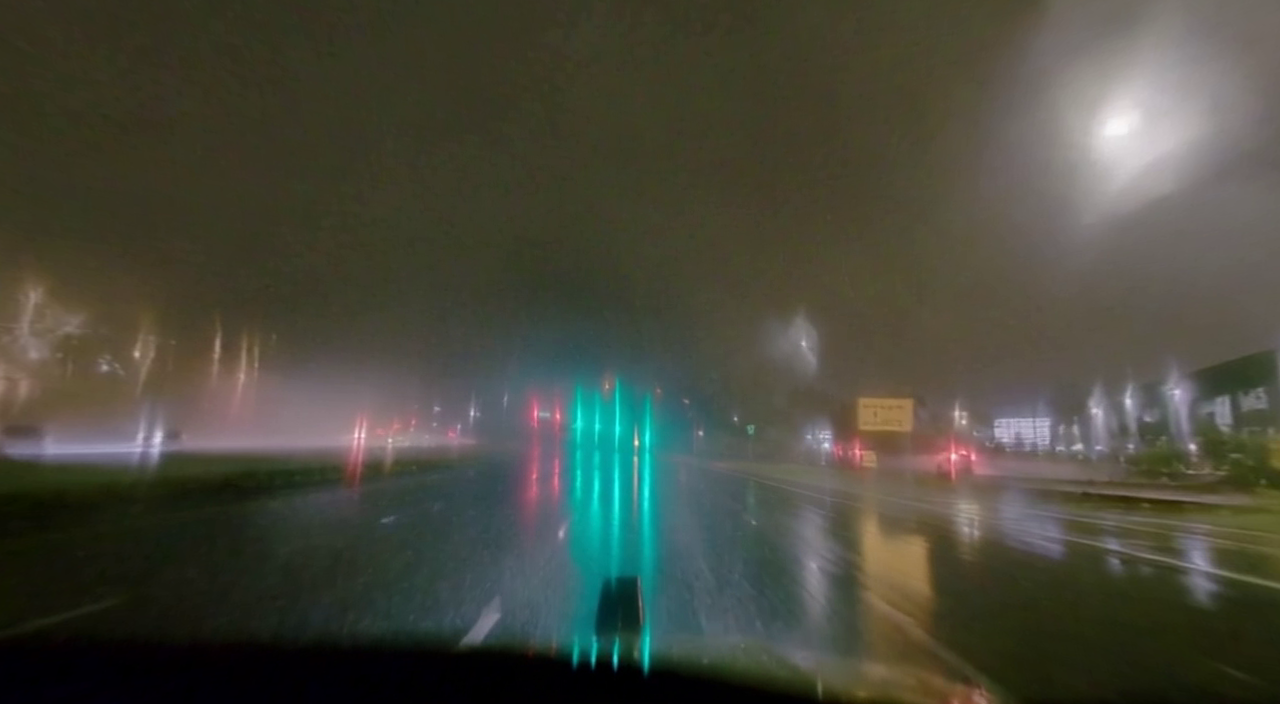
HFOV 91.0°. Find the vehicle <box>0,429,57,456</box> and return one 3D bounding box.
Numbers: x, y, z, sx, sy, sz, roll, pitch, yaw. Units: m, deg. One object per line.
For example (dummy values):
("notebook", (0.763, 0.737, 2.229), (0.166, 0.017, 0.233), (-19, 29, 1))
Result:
("vehicle", (-45.085, 6.450, 44.766), (2.254, 1.840, 5.338), (0, -9, -2))
